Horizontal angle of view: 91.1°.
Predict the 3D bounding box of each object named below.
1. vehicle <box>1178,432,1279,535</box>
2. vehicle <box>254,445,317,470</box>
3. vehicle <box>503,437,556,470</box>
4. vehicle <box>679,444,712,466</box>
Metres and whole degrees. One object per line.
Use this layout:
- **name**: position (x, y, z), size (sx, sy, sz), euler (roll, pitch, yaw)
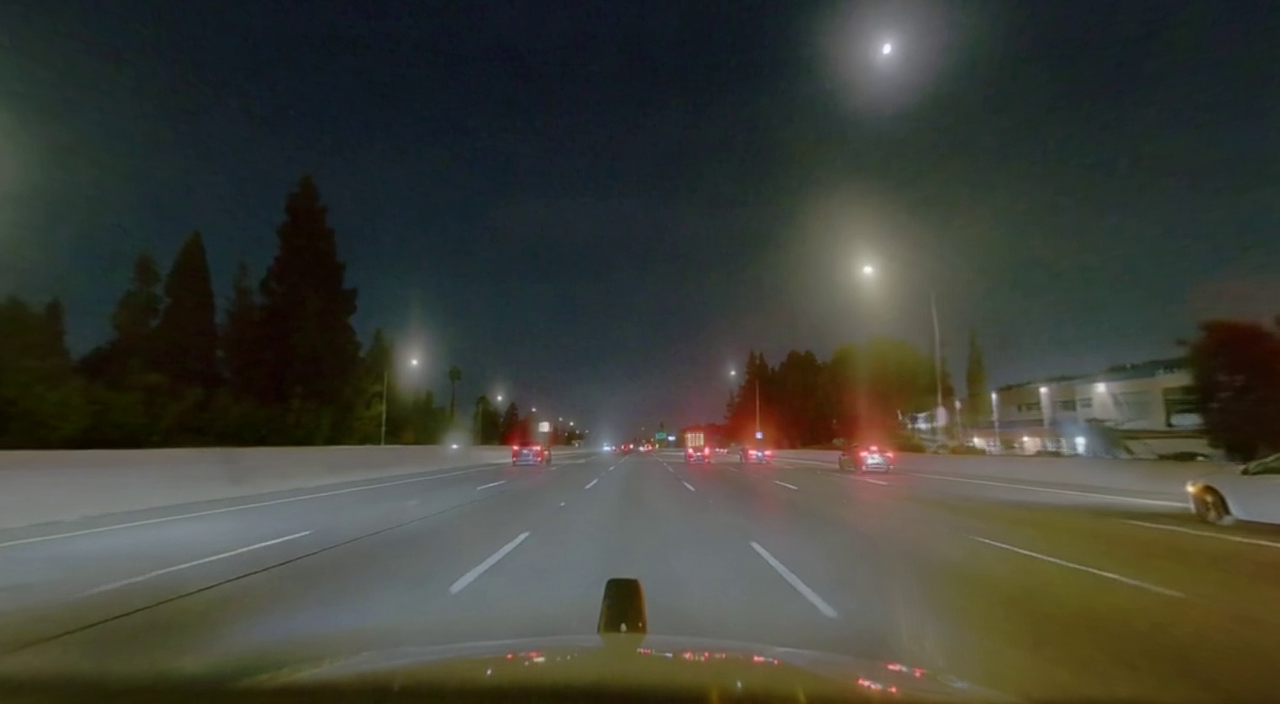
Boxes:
- **vehicle**: position (10.182, 1.777, 8.218), size (1.979, 1.467, 4.839), euler (0, -9, 0)
- **vehicle**: position (-21.422, 6.362, 38.122), size (1.689, 1.401, 3.620), euler (0, -8, 0)
- **vehicle**: position (-6.207, 5.749, 35.830), size (2.091, 1.746, 4.437), euler (0, -9, 2)
- **vehicle**: position (3.787, 7.132, 43.540), size (1.950, 1.453, 3.378), euler (0, -9, -1)
